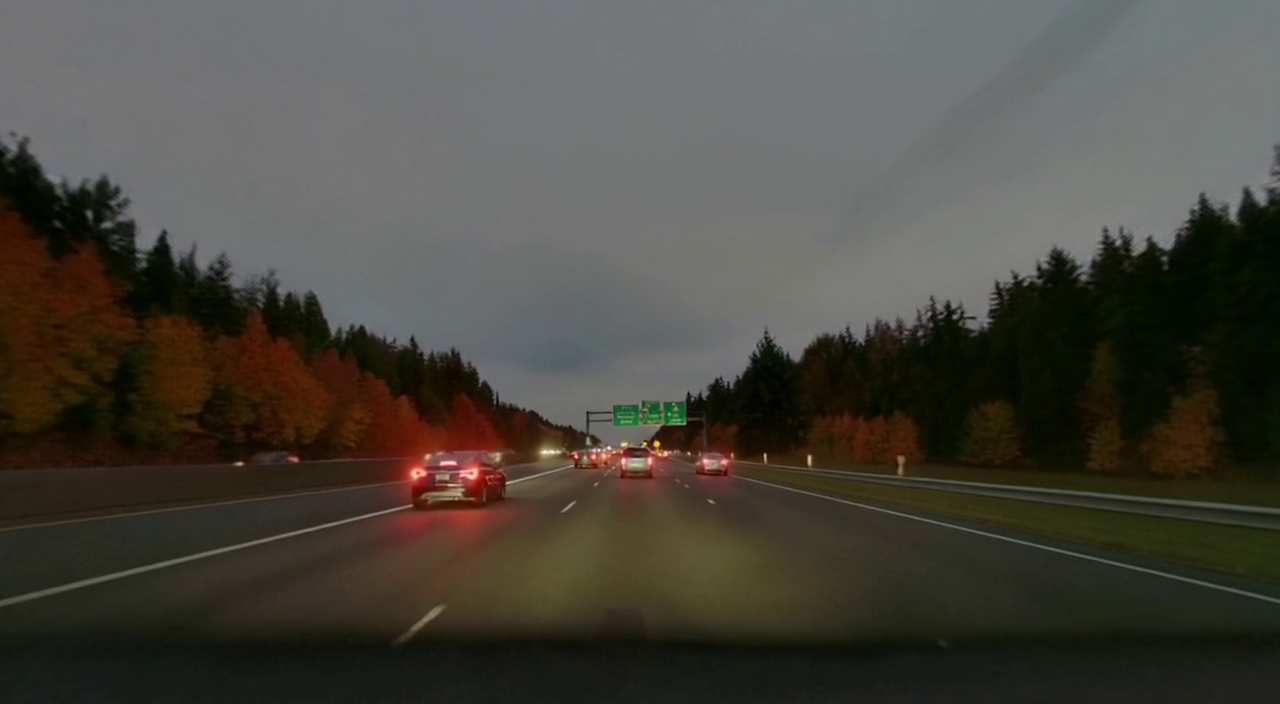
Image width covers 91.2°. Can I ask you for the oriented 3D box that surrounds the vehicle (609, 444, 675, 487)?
[{"bbox_3d":[0.072,4.828,27.013,2.634,1.679,4.070,0,-9,0],"label":"vehicle"}]

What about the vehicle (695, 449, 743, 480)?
[{"bbox_3d":[4.249,6.118,34.460,2.035,1.571,4.413,0,-9,-1],"label":"vehicle"}]

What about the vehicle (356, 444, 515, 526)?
[{"bbox_3d":[-4.136,2.743,13.499,2.017,1.469,4.113,0,-9,0],"label":"vehicle"}]

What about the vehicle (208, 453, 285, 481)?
[{"bbox_3d":[-22.220,6.483,35.524,1.777,1.473,3.876,0,-9,1],"label":"vehicle"}]

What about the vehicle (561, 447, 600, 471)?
[{"bbox_3d":[-4.377,7.996,46.959,2.545,1.679,4.267,0,-9,0],"label":"vehicle"}]
